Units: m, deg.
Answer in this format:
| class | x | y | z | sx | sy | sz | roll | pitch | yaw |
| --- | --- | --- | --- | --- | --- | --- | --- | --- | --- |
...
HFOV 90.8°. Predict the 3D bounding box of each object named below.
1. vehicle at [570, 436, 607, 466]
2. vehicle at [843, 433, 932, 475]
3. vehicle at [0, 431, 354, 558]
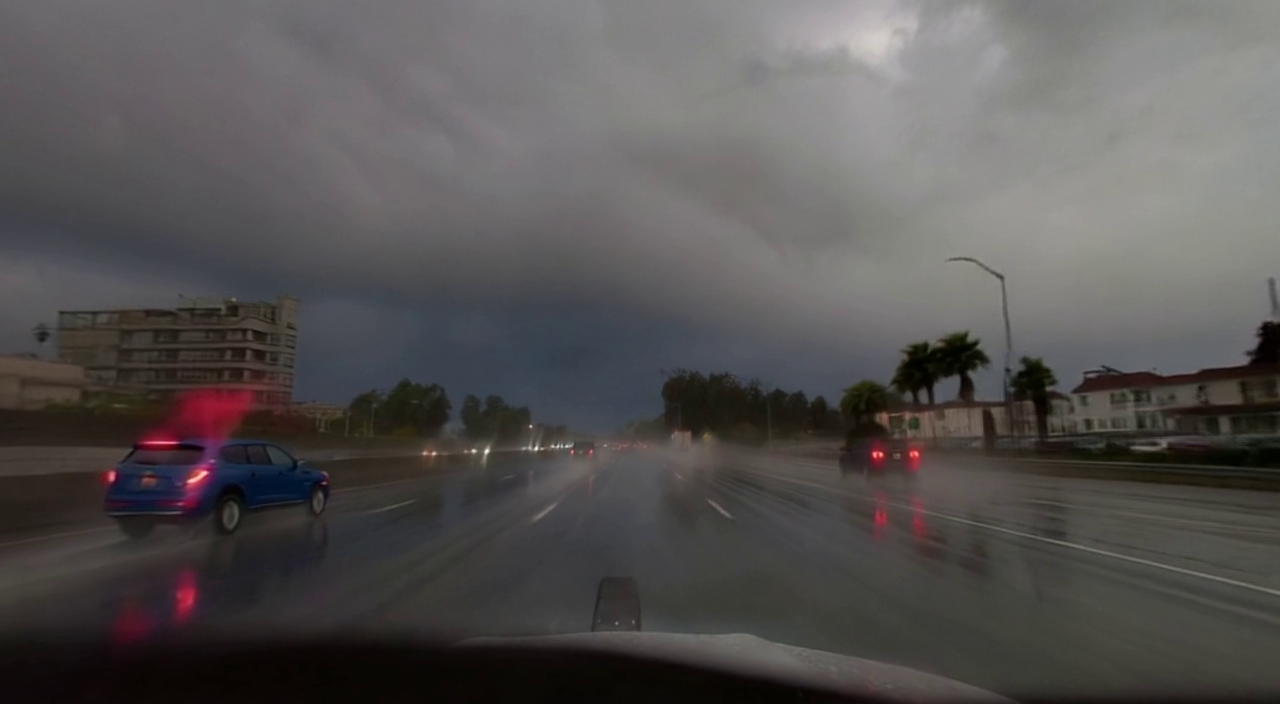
| class | x | y | z | sx | sy | sz | roll | pitch | yaw |
| --- | --- | --- | --- | --- | --- | --- | --- | --- | --- |
| vehicle | -3.655 | 7.152 | 45.653 | 2.225 | 1.967 | 4.673 | 0 | -9 | 1 |
| vehicle | 11.461 | 4.770 | 29.645 | 2.168 | 1.792 | 4.457 | 0 | -9 | -2 |
| vehicle | -6.727 | 2.078 | 10.017 | 2.018 | 1.480 | 4.999 | 0 | -9 | 0 |
